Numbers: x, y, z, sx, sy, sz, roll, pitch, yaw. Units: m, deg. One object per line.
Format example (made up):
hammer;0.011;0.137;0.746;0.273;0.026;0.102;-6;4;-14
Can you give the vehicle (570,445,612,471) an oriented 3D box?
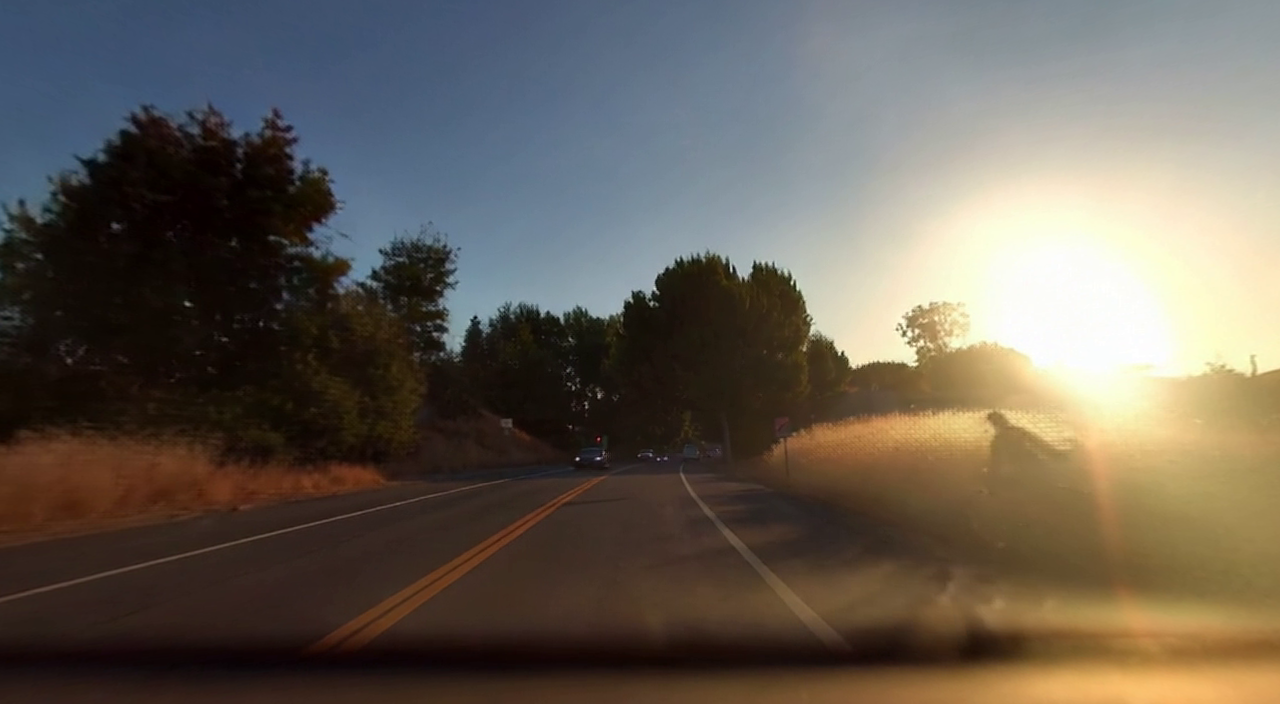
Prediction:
vehicle;-3.076;6.814;40.768;2.049;1.566;4.387;-1;-8;5
